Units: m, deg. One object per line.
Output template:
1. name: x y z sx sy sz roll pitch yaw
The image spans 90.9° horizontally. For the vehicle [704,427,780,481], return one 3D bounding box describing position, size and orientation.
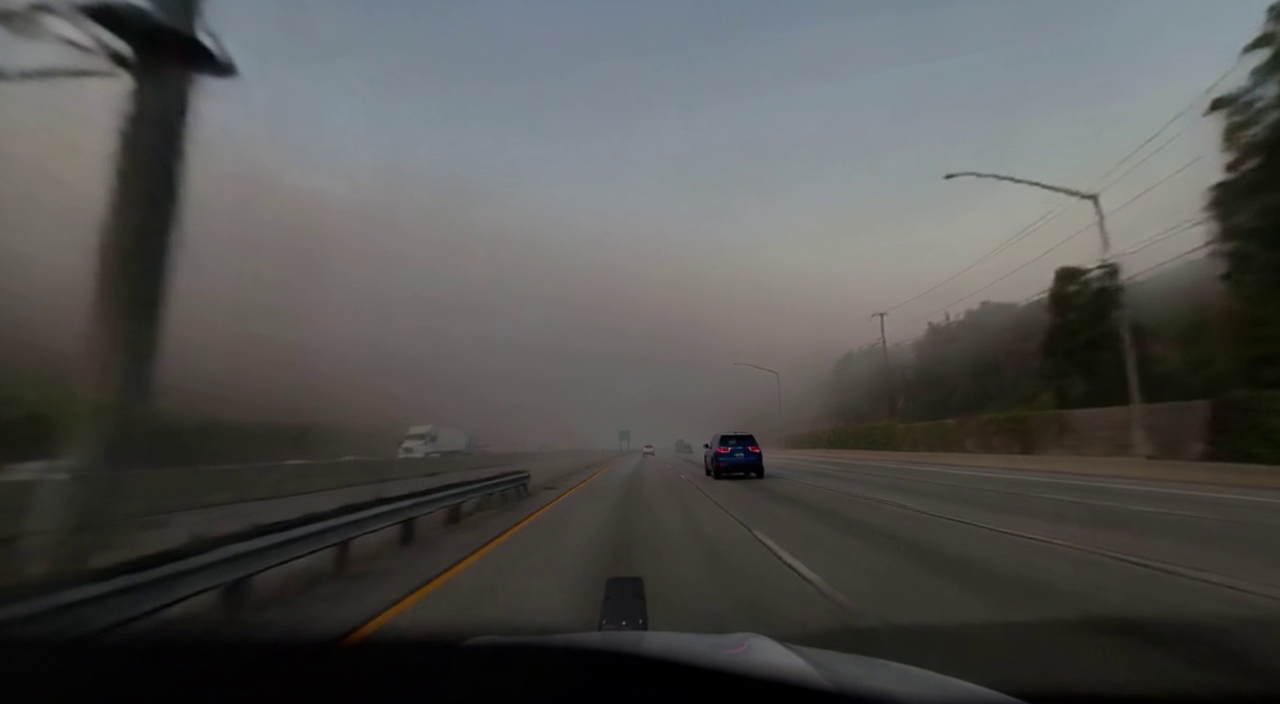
1. vehicle: 3.738 3.856 23.984 2.120 1.832 4.287 0 -8 -1
